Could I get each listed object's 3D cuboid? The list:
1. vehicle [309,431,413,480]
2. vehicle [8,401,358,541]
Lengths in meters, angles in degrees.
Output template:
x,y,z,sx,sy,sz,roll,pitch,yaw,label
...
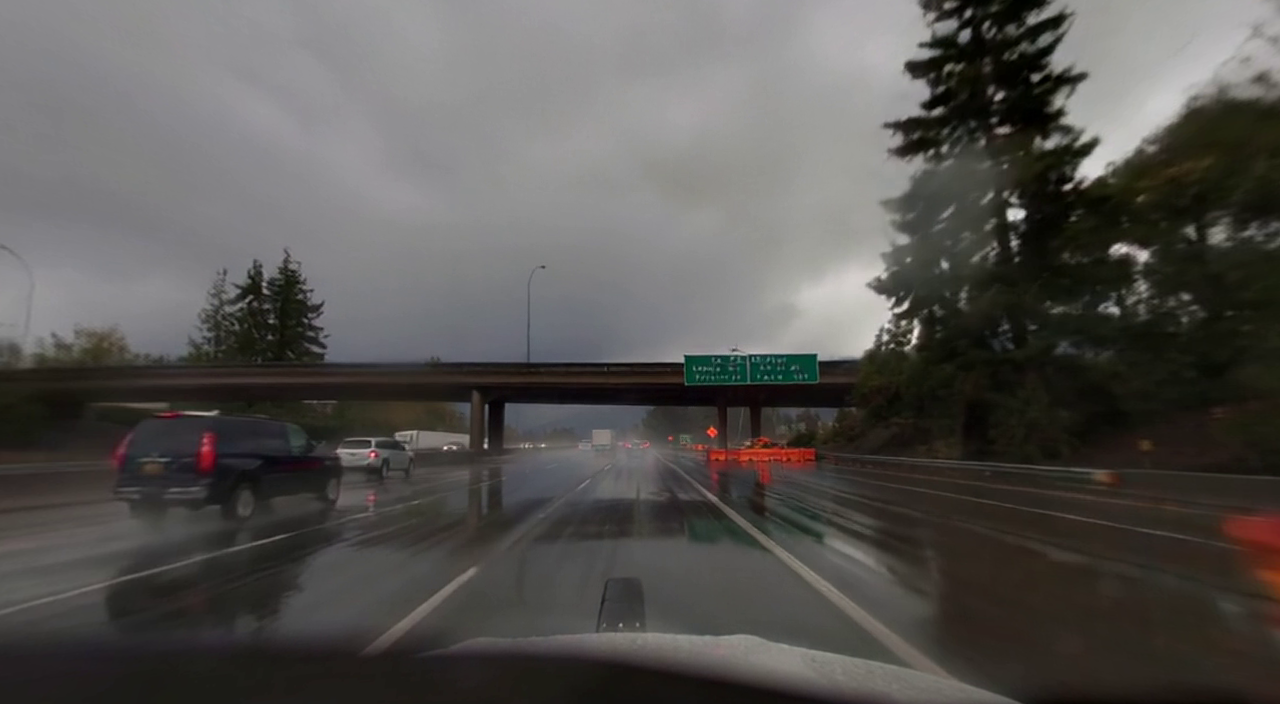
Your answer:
x,y,z,sx,sy,sz,roll,pitch,yaw,label
-10.498,3.933,24.105,1.964,1.662,4.367,0,-8,0,vehicle
-6.977,1.889,10.593,2.103,1.775,4.966,0,-8,0,vehicle
